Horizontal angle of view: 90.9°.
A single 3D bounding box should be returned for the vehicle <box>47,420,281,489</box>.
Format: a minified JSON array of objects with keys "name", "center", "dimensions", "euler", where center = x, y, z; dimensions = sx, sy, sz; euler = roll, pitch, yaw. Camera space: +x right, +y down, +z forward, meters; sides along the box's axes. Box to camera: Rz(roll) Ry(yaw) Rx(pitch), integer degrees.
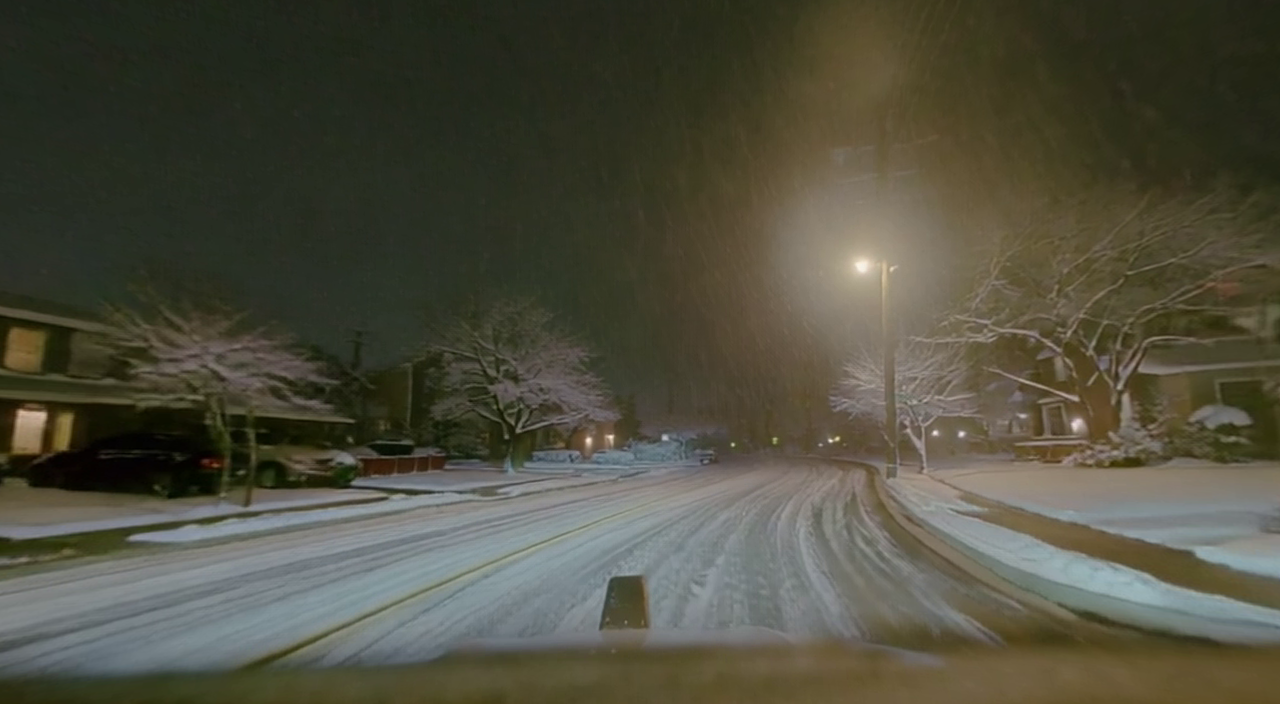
[{"name":"vehicle","center":[-12.653,2.833,17.191],"dimensions":[4.485,1.663,2.111],"euler":[4,-10,-17]}]
